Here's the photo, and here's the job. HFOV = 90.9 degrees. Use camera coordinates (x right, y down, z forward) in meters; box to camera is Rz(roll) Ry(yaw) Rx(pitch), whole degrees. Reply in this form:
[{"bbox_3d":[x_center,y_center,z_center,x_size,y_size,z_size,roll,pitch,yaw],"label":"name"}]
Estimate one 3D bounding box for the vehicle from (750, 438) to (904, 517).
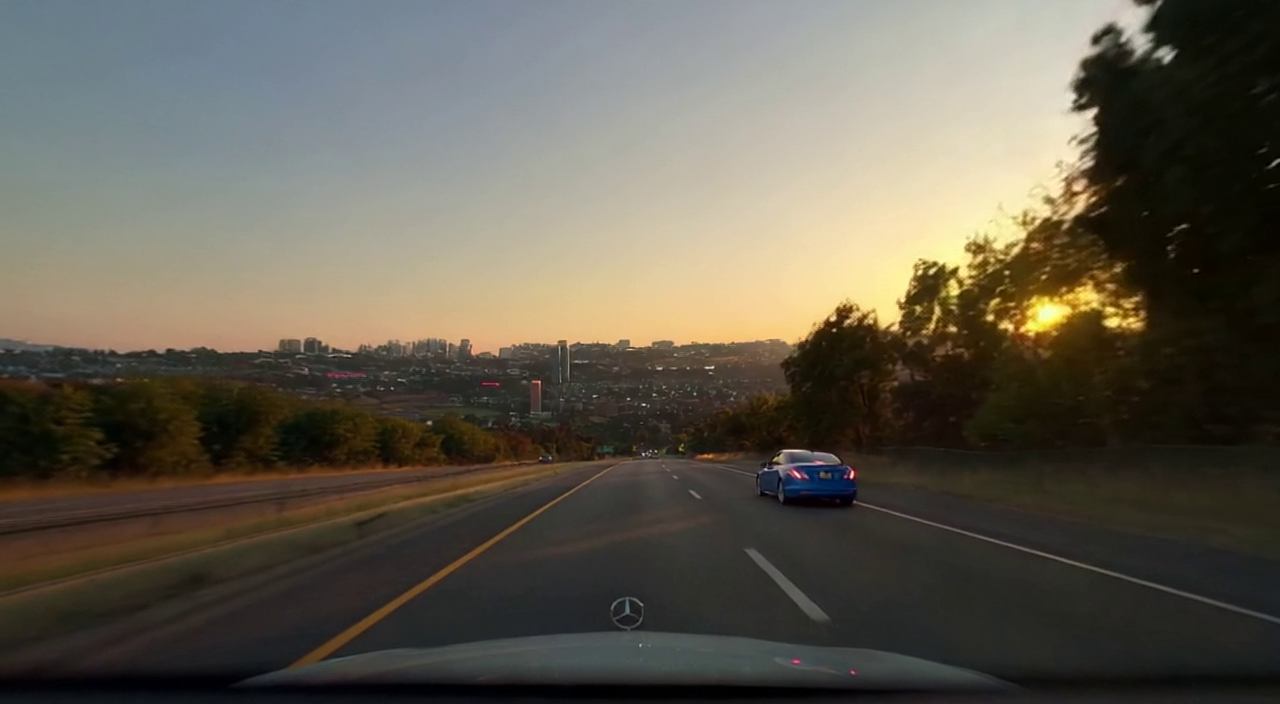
[{"bbox_3d":[4.059,2.799,14.671,2.053,1.490,4.799,-1,-8,-1],"label":"vehicle"}]
